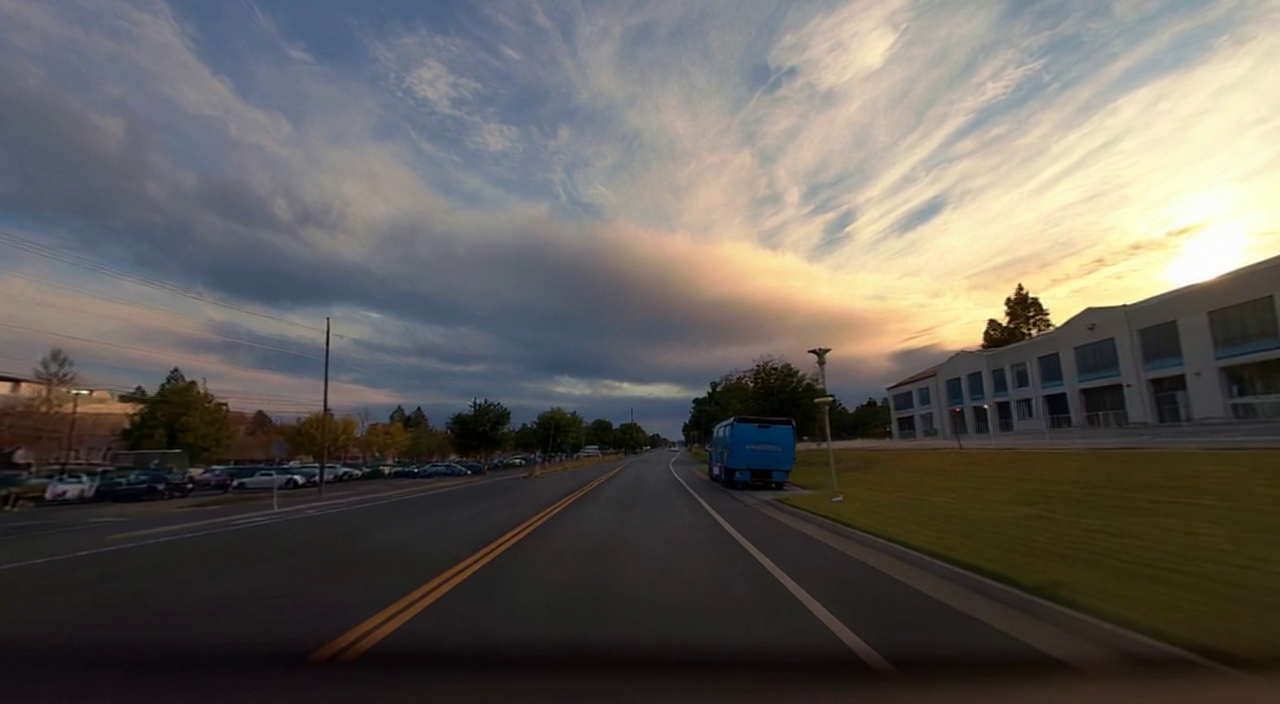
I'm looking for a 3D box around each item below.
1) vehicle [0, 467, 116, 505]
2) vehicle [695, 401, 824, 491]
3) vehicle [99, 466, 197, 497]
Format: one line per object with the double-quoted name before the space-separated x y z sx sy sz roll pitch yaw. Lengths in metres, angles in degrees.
"vehicle" -30.947 7.064 33.457 4.597 1.865 2.036 -1 -9 4
"vehicle" 4.545 3.965 26.818 3.282 3.067 10.181 0 -8 -1
"vehicle" -30.114 7.924 38.741 4.371 1.750 1.940 0 -9 1
